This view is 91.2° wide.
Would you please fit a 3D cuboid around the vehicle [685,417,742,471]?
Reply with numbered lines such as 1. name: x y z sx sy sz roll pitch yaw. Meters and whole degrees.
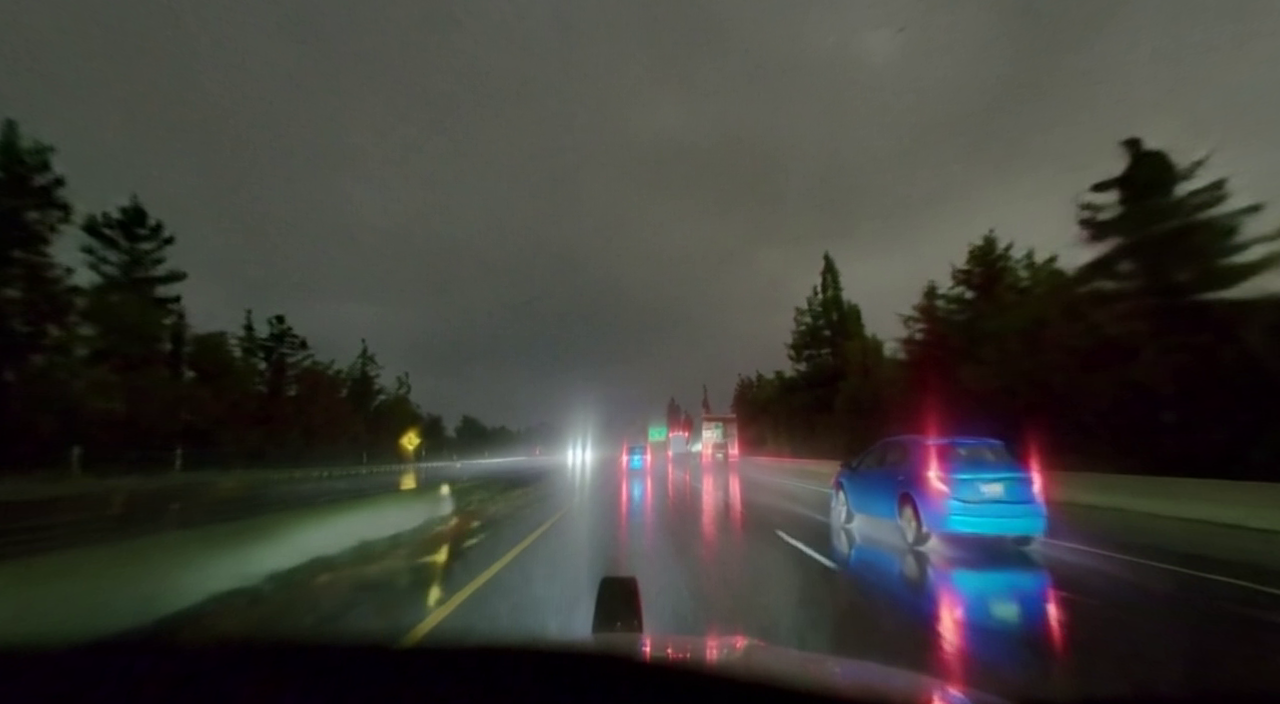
1. vehicle: 4.683 6.116 41.481 2.791 3.201 7.145 0 -9 0

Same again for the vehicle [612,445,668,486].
1. vehicle: -0.006 4.508 25.247 2.066 1.490 3.759 0 -9 0

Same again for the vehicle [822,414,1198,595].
1. vehicle: 3.826 1.640 7.558 1.953 1.540 4.101 0 -9 -1
